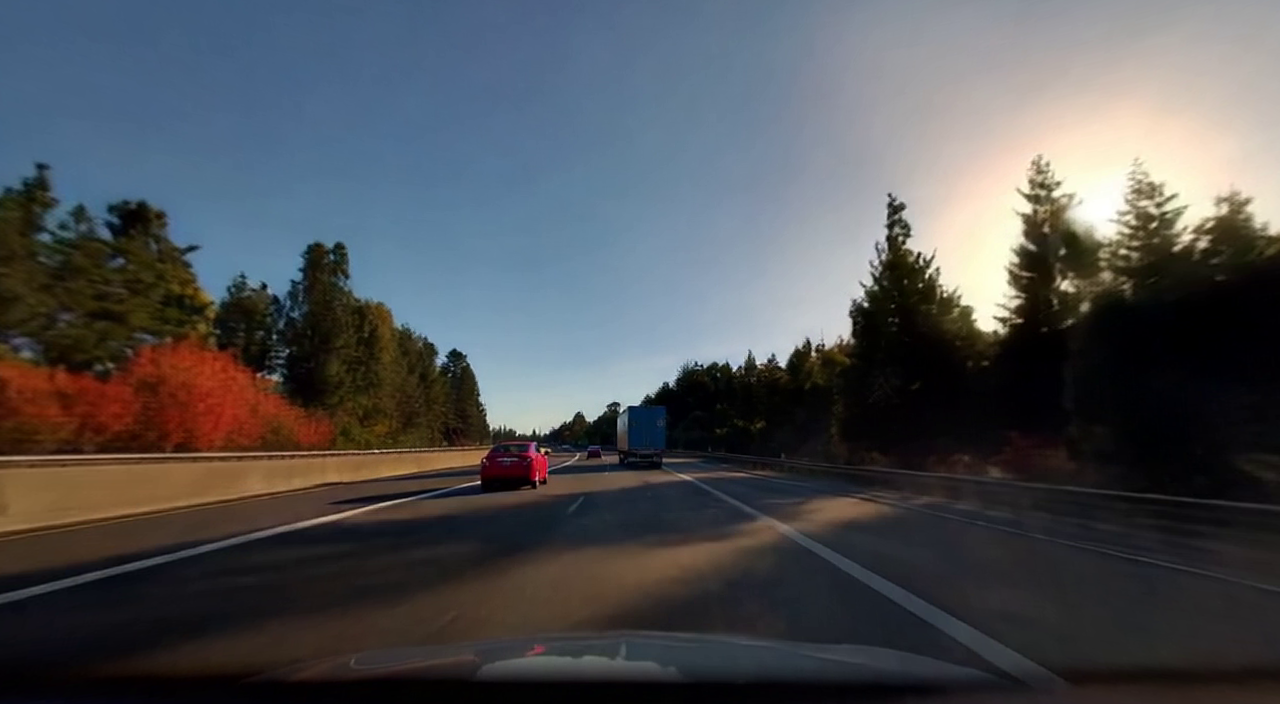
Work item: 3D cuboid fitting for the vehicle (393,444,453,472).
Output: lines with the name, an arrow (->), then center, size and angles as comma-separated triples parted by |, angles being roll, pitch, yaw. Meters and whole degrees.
vehicle -> -12.555, 6.163, 36.745 | 1.908, 1.502, 4.513 | 0, -9, -1

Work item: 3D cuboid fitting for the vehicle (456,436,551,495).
vehicle -> -4.025, 3.409, 19.268 | 1.977, 1.602, 3.944 | 0, -9, 0

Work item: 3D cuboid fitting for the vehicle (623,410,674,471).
vehicle -> 0.391, 5.987, 42.136 | 2.893, 3.628, 9.081 | 0, -9, -2
